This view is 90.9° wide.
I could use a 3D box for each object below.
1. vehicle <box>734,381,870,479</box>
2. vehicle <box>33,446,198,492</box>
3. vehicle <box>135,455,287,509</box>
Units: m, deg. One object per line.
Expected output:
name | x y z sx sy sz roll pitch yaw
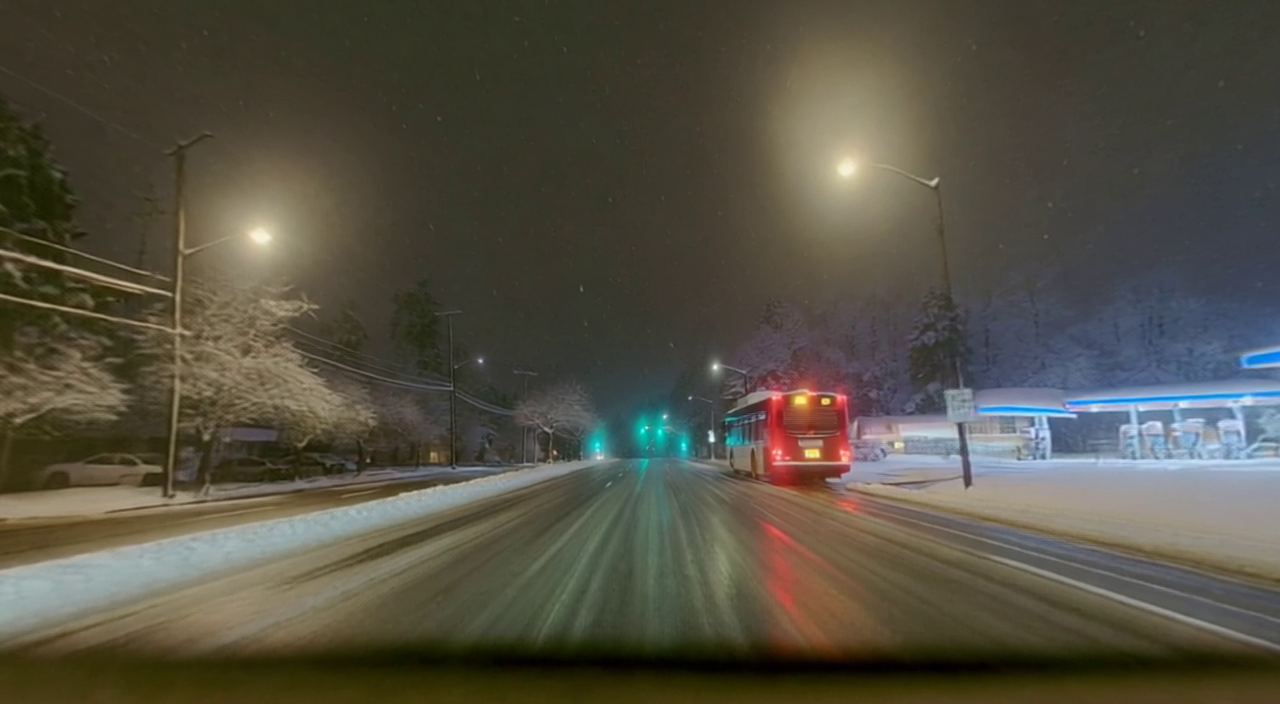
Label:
vehicle | 8.638 4.641 36.408 4.582 4.678 12.589 0 -8 0
vehicle | -24.383 5.397 29.611 2.284 1.855 5.392 -4 -9 25
vehicle | -13.529 4.082 20.250 1.779 1.476 4.260 0 -8 2
